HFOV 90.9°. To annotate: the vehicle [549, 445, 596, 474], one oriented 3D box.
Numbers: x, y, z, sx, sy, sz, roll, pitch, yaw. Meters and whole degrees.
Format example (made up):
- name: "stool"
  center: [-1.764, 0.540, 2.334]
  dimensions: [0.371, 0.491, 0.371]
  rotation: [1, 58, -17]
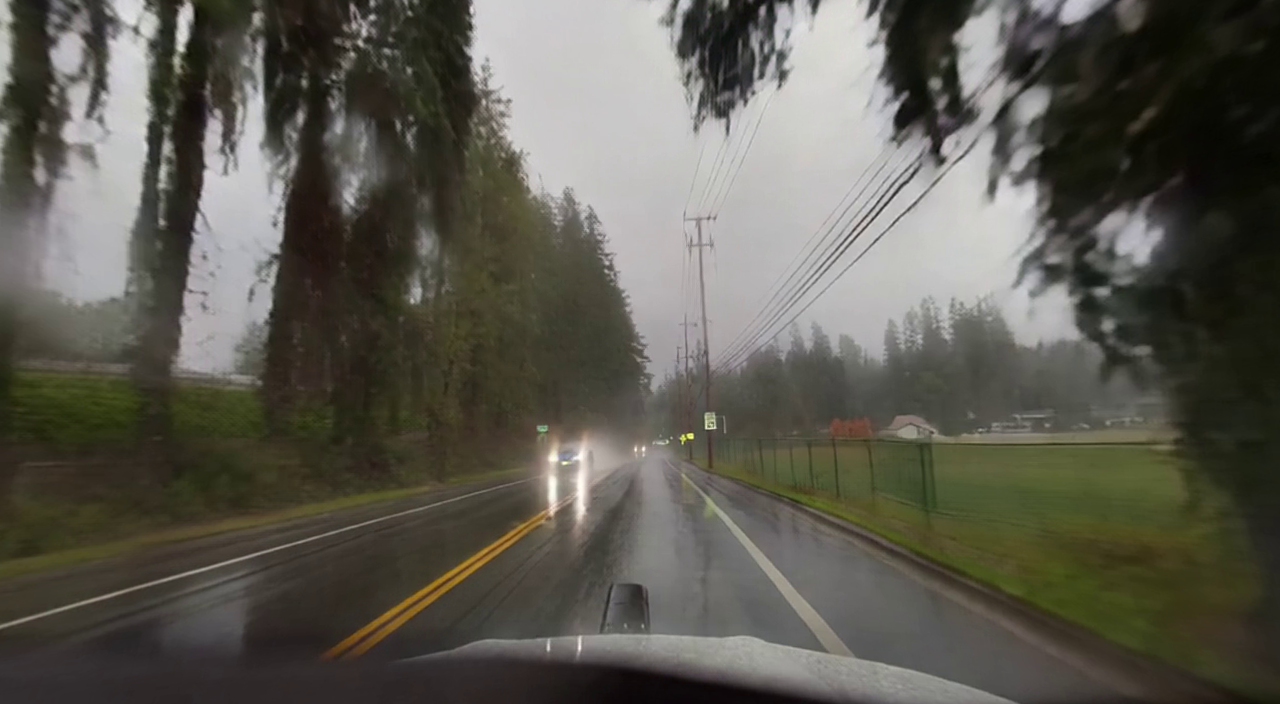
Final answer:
- name: "vehicle"
  center: [-3.687, 5.938, 35.200]
  dimensions: [1.975, 1.481, 4.445]
  rotation: [-1, -9, 3]
